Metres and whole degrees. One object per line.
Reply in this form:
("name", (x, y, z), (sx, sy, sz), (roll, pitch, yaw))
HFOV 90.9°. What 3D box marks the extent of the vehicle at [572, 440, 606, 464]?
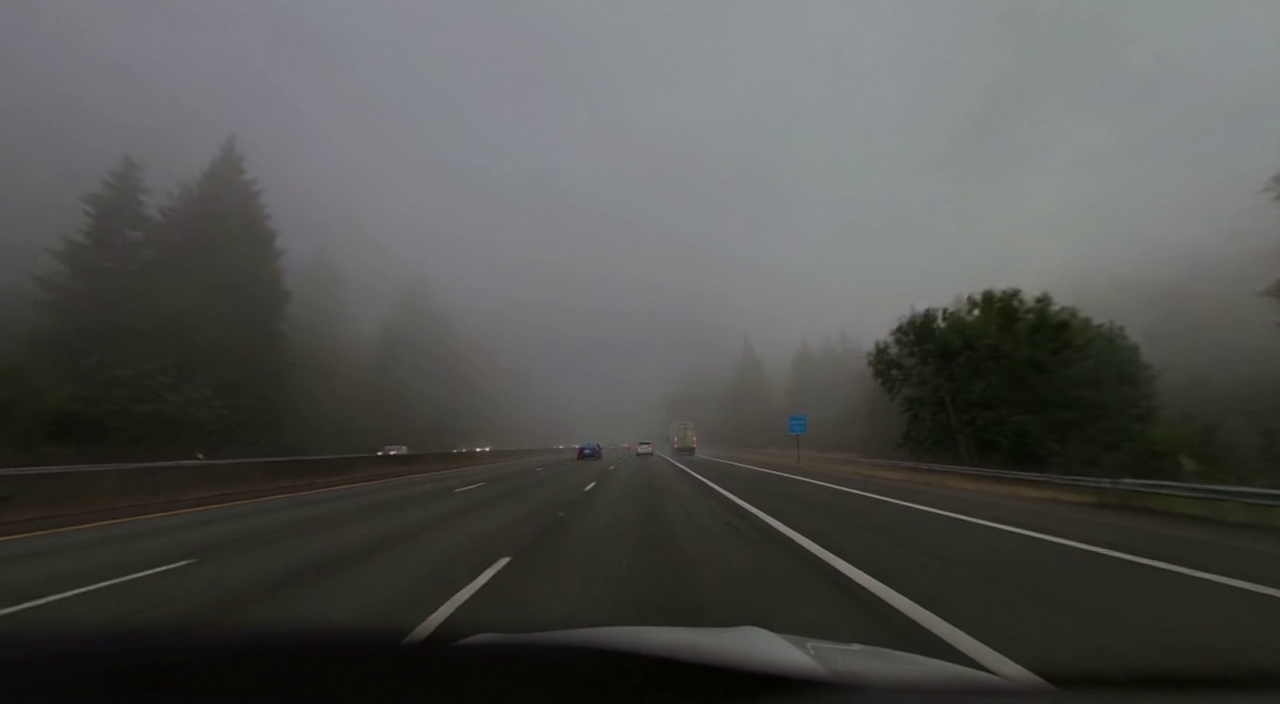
("vehicle", (-3.464, 6.897, 43.634), (2.025, 1.571, 3.662), (0, -9, 1))
